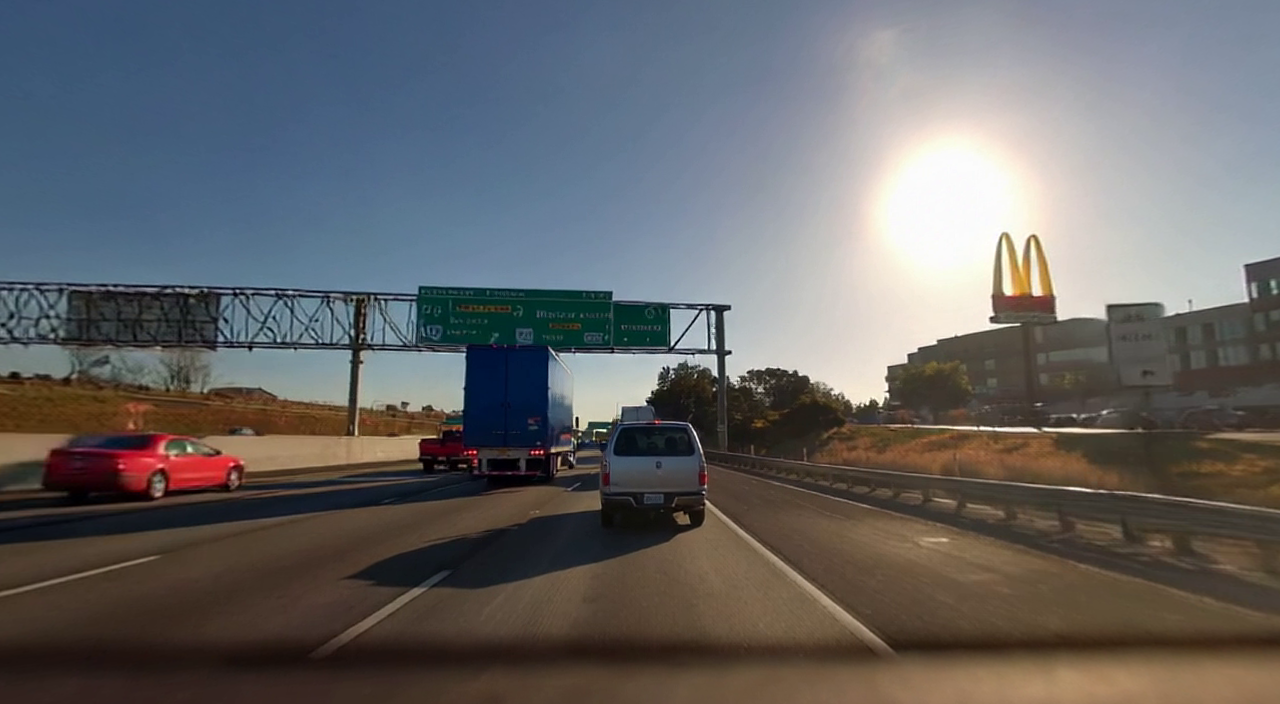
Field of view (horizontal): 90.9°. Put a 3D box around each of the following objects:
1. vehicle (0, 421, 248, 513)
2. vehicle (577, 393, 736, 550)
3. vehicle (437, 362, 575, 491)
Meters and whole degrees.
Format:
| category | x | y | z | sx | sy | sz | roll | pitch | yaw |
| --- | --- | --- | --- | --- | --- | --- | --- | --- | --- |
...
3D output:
| category | x | y | z | sx | sy | sz | roll | pitch | yaw |
| --- | --- | --- | --- | --- | --- | --- | --- | --- | --- |
| vehicle | -11.256 | 2.500 | 14.170 | 1.915 | 1.710 | 4.670 | 0 | -9 | -1 |
| vehicle | 0.139 | 1.771 | 9.851 | 1.947 | 1.910 | 4.040 | 0 | -9 | -2 |
| vehicle | -4.074 | 2.648 | 21.515 | 2.814 | 3.513 | 8.529 | 0 | -9 | 0 |
